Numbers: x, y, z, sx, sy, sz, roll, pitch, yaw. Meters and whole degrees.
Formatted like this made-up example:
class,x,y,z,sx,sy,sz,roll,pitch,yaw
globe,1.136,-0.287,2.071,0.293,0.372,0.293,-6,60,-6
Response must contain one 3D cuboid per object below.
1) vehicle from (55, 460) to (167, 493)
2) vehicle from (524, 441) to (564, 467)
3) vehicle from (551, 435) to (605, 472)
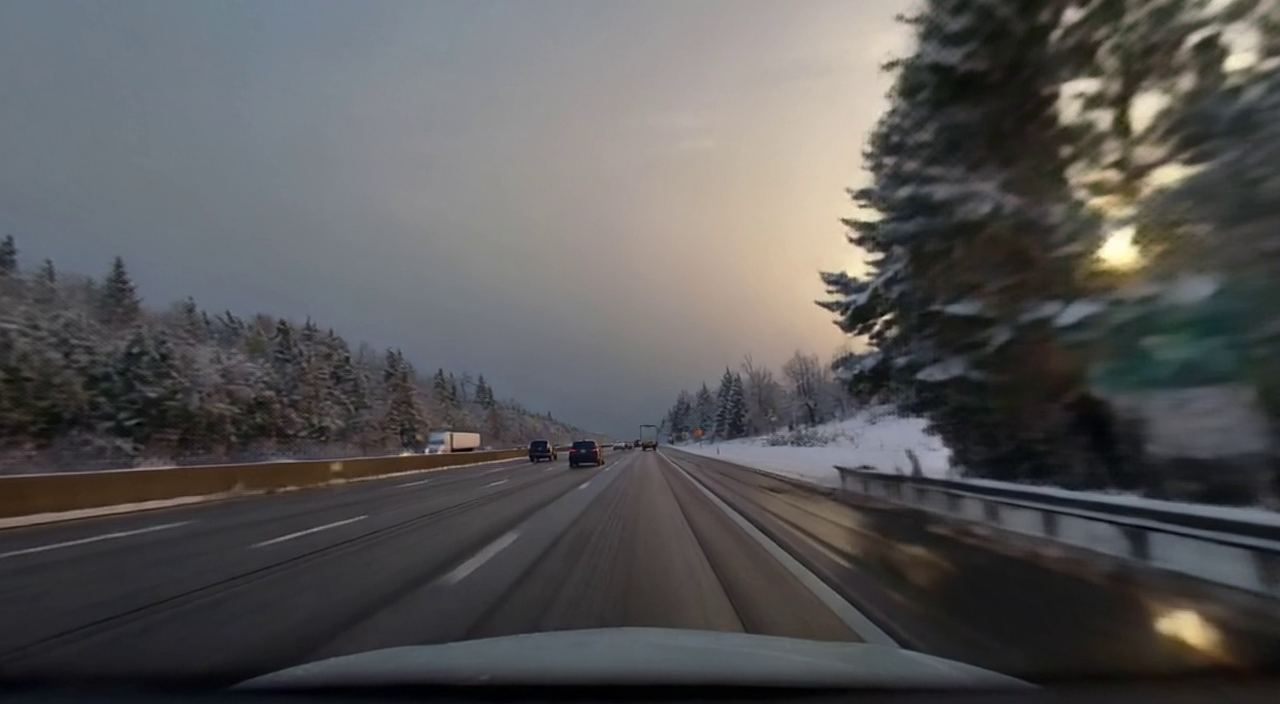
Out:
class,x,y,z,sx,sy,sz,roll,pitch,yaw
vehicle,-28.427,6.675,34.126,1.811,1.488,4.900,0,-8,0
vehicle,-6.499,6.940,43.157,2.062,1.691,4.278,0,-8,0
vehicle,-3.171,5.324,33.290,2.283,1.802,4.810,0,-8,1
